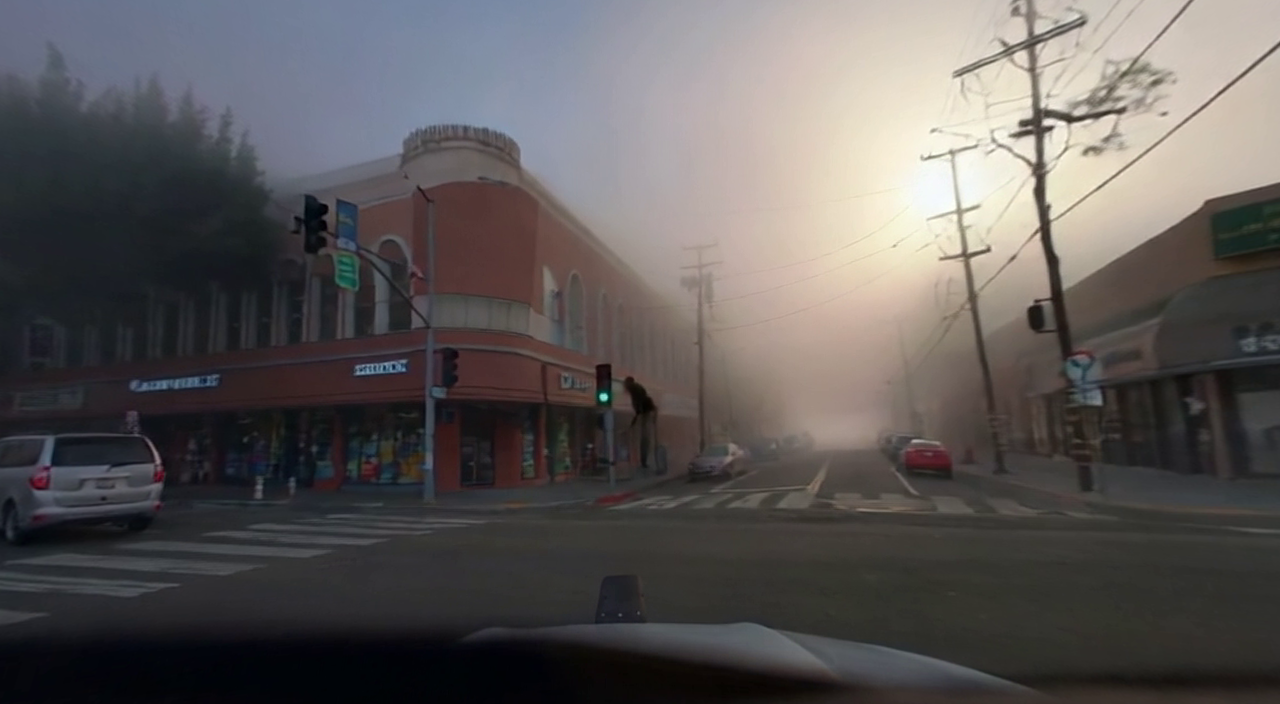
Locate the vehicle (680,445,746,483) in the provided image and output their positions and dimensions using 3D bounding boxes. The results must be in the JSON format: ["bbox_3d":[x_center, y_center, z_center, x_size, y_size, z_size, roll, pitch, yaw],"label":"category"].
[{"bbox_3d":[3.549,5.271,30.108,2.179,1.596,4.286,-3,-9,19],"label":"vehicle"}]

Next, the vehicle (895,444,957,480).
[{"bbox_3d":[13.053,5.004,29.068,2.062,1.526,3.989,-3,-9,17],"label":"vehicle"}]

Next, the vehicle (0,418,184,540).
[{"bbox_3d":[-11.401,2.304,12.105,4.611,1.882,2.440,-5,-10,29],"label":"vehicle"}]

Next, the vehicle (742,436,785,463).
[{"bbox_3d":[9.580,7.547,48.619,2.510,1.859,5.449,-4,-11,18],"label":"vehicle"}]
